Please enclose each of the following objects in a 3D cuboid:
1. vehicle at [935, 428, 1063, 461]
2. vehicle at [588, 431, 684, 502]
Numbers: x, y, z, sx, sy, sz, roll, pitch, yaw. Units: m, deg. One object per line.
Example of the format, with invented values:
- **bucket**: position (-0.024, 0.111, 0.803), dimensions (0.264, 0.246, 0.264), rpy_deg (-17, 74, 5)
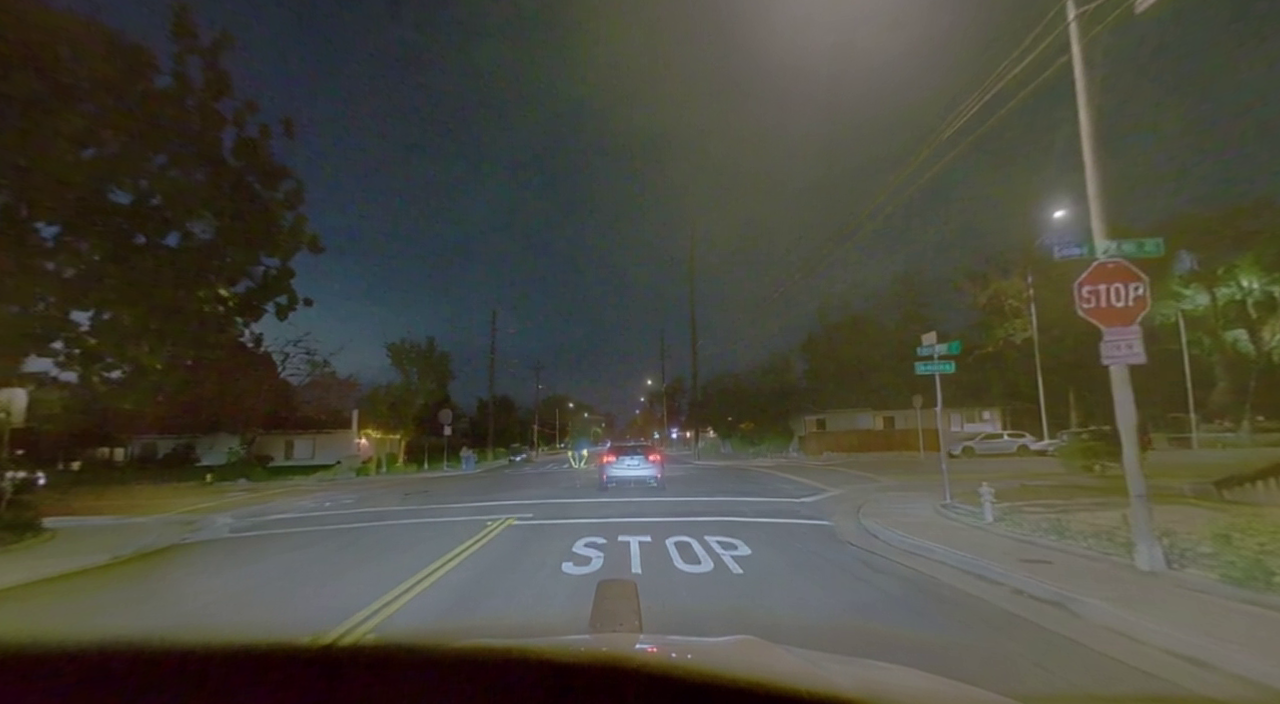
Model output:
- **vehicle**: position (16.643, 4.303, 29.316), dimensions (4.748, 1.488, 2.029), rpy_deg (0, -8, -4)
- **vehicle**: position (-0.175, 2.751, 15.592), dimensions (2.043, 1.484, 4.340), rpy_deg (0, -8, -2)
